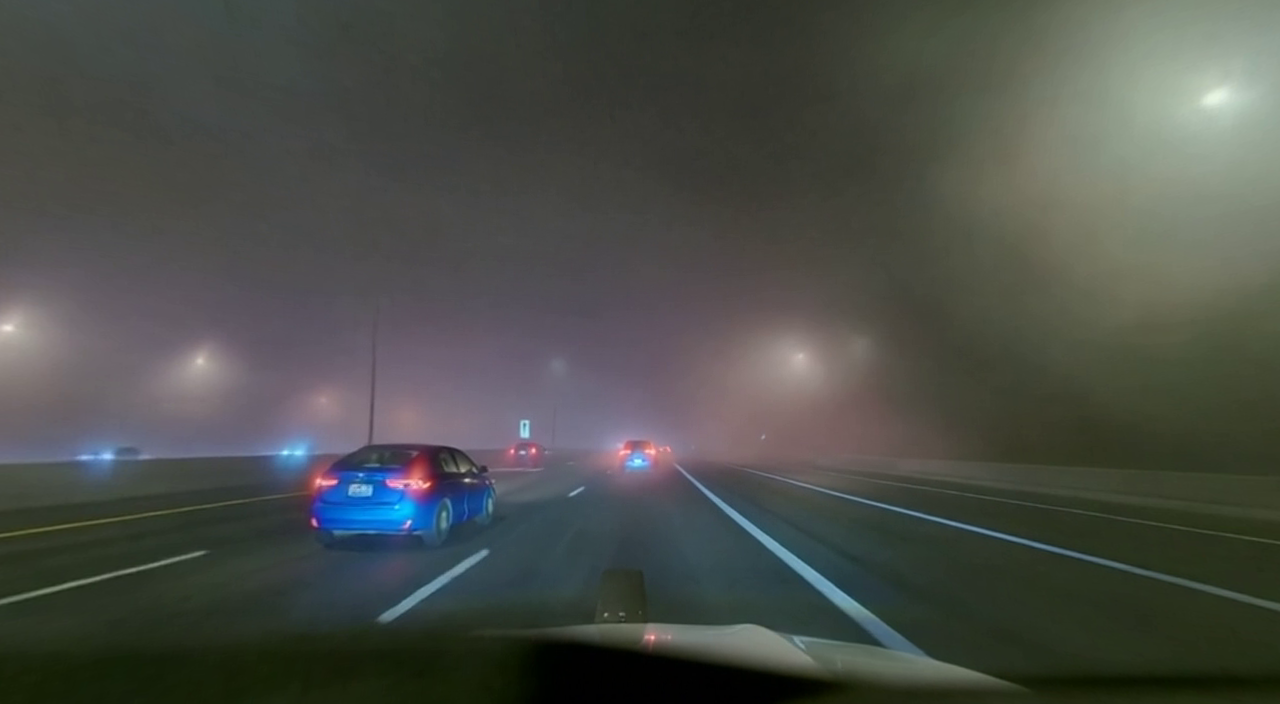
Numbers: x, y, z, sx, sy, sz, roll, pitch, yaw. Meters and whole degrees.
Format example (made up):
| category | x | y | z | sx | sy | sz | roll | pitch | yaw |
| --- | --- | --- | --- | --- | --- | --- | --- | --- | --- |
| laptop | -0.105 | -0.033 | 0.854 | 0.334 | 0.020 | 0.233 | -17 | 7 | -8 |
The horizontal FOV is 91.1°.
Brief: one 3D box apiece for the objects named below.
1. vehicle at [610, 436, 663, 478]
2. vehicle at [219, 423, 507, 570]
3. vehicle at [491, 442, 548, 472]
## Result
| category | x | y | z | sx | sy | sz | roll | pitch | yaw |
| --- | --- | --- | --- | --- | --- | --- | --- | --- | --- |
| vehicle | -0.116 | 4.638 | 28.002 | 2.155 | 1.690 | 4.318 | 0 | -9 | 1 |
| vehicle | -3.555 | 1.950 | 9.274 | 2.124 | 1.607 | 4.531 | 0 | -9 | 1 |
| vehicle | -6.406 | 5.644 | 33.936 | 1.994 | 1.519 | 4.668 | 0 | -9 | 2 |
